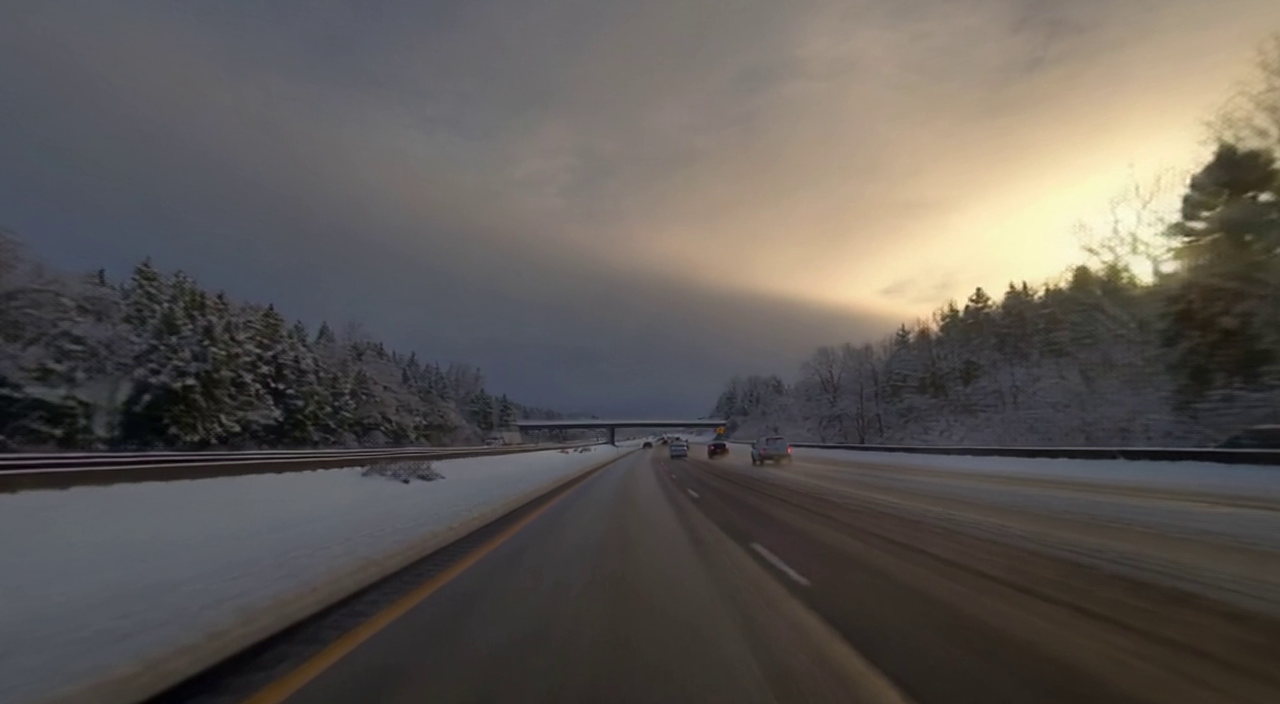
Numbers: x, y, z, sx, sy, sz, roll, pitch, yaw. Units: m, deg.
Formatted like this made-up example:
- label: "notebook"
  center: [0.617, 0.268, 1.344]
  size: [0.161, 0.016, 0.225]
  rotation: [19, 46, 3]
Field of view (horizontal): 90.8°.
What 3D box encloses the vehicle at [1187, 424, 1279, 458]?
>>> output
- label: "vehicle"
  center: [29.021, 4.200, 29.755]
  size: [1.967, 1.491, 4.970]
  rotation: [0, -9, -1]
